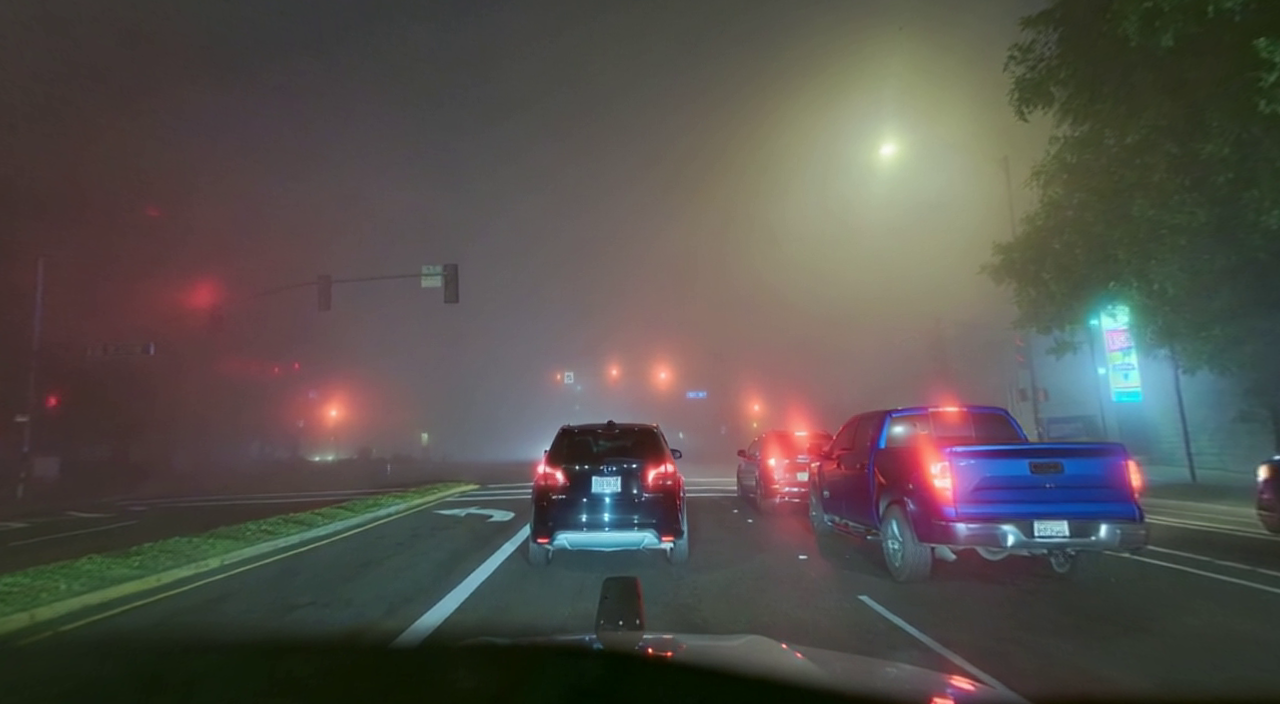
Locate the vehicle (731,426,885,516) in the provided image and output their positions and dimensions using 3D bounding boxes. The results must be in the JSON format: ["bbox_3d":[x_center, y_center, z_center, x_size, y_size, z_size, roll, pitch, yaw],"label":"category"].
[{"bbox_3d":[3.374,2.484,13.690,2.031,1.626,4.264,0,-8,-2],"label":"vehicle"}]

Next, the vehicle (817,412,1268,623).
[{"bbox_3d":[3.658,1.573,7.067,1.955,1.550,4.587,0,-8,-1],"label":"vehicle"}]

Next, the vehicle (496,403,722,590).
[{"bbox_3d":[-0.282,1.584,7.634,2.037,1.674,3.693,0,-8,0],"label":"vehicle"}]
